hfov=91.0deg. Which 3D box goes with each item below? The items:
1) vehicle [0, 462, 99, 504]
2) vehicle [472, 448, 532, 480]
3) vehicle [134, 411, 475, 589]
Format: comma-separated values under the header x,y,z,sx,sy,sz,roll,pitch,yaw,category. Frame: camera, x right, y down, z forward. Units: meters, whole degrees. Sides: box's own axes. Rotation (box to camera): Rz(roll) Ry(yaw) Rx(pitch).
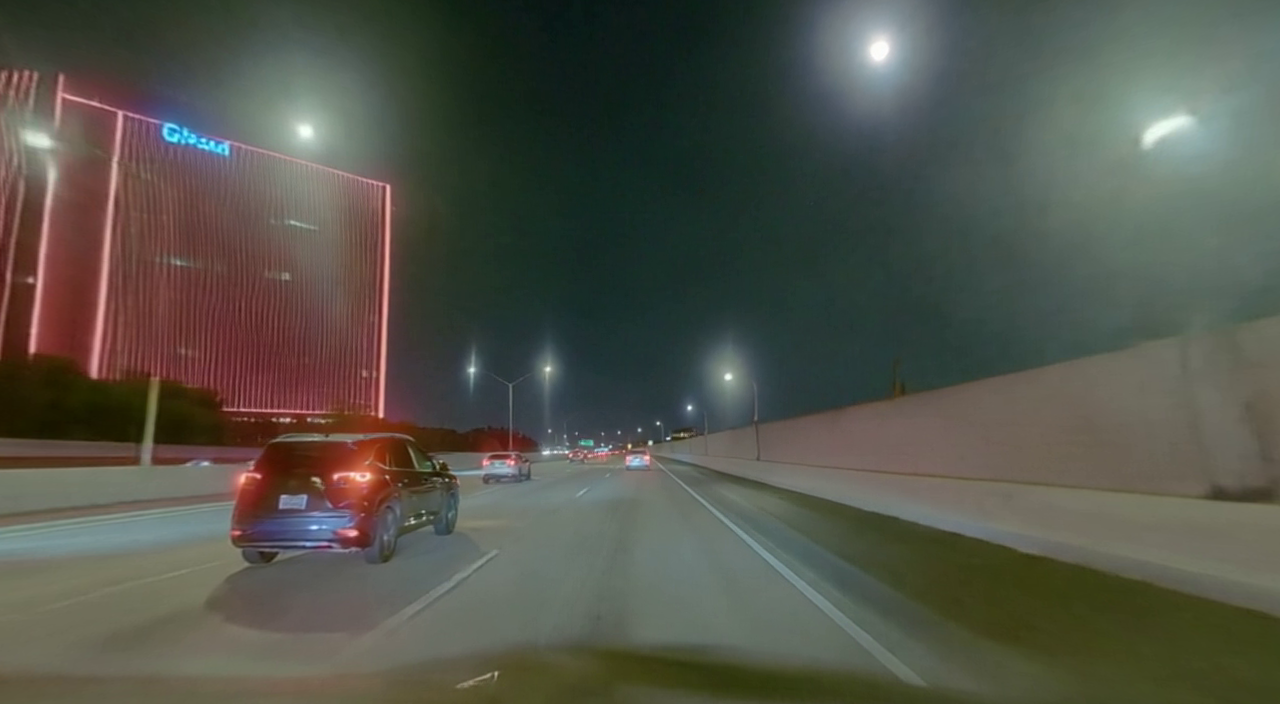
x,y,z,sx,sy,sz,roll,pitch,yaw,category
-27.936,5.899,28.710,2.250,1.663,4.719,0,-9,1,vehicle
-7.174,5.860,33.382,1.998,1.542,4.953,0,-9,1,vehicle
-3.910,1.804,8.519,2.059,1.725,4.521,0,-9,1,vehicle
